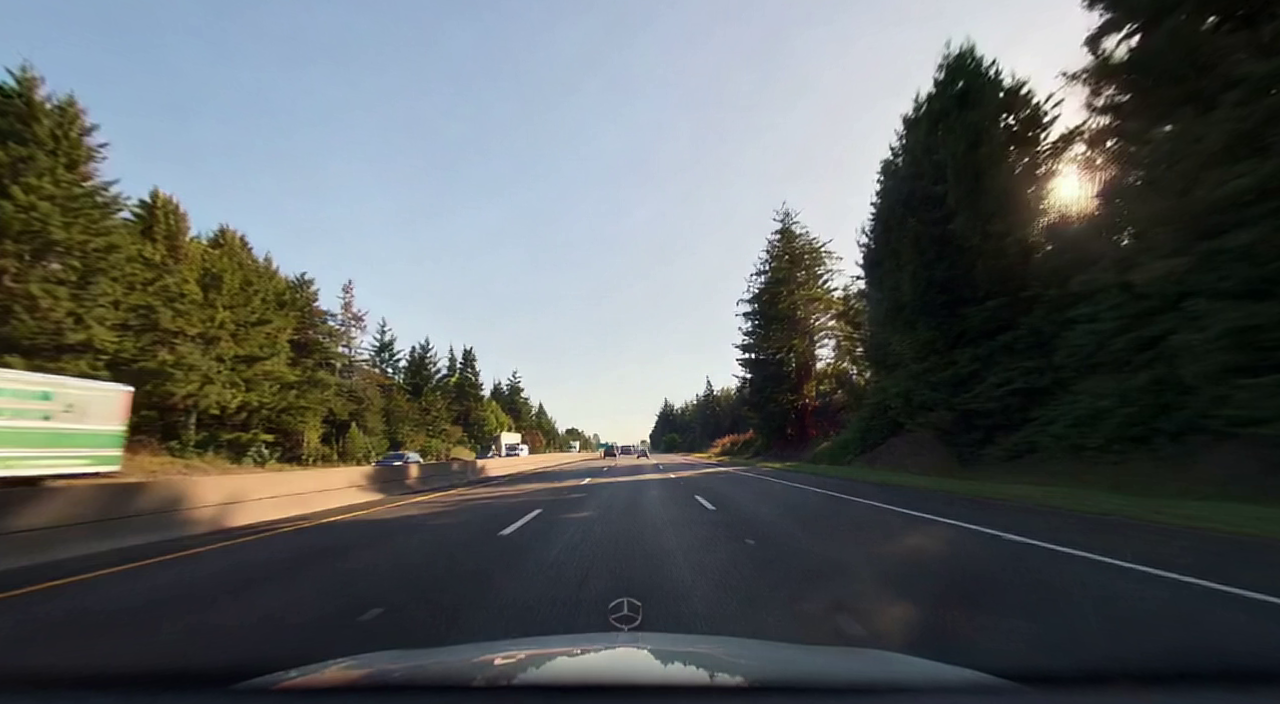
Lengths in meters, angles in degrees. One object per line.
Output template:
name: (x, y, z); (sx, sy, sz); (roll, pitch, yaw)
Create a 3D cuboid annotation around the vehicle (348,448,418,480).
vehicle: (-13.241, 5.765, 32.795); (1.888, 1.494, 4.184); (0, -9, 0)

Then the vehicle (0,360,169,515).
vehicle: (-17.985, 1.999, 14.895); (3.020, 3.951, 14.107); (0, -9, -1)
